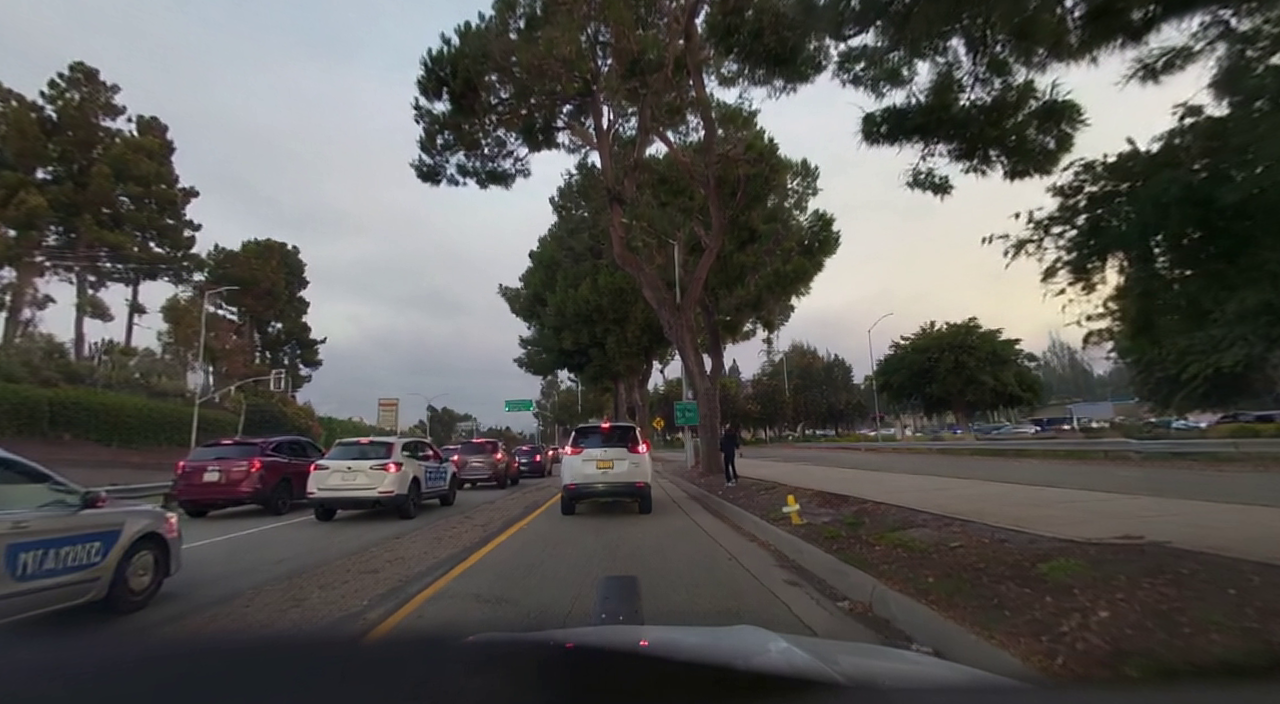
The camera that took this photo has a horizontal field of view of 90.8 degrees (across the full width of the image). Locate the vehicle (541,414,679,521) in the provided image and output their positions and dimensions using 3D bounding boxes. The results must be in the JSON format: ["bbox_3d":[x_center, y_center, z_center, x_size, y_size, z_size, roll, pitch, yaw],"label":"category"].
[{"bbox_3d":[-0.568,2.312,13.097,2.368,1.829,4.293,0,-9,-2],"label":"vehicle"}]

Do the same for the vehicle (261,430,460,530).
[{"bbox_3d":[-5.399,2.519,13.034,2.010,1.674,4.484,0,-9,1],"label":"vehicle"}]

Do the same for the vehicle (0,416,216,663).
[{"bbox_3d":[-5.267,1.243,4.166,2.069,1.616,4.108,0,-9,0],"label":"vehicle"}]

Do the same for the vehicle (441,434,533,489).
[{"bbox_3d":[-5.408,3.930,23.027,2.188,1.774,4.477,0,-9,1],"label":"vehicle"}]
